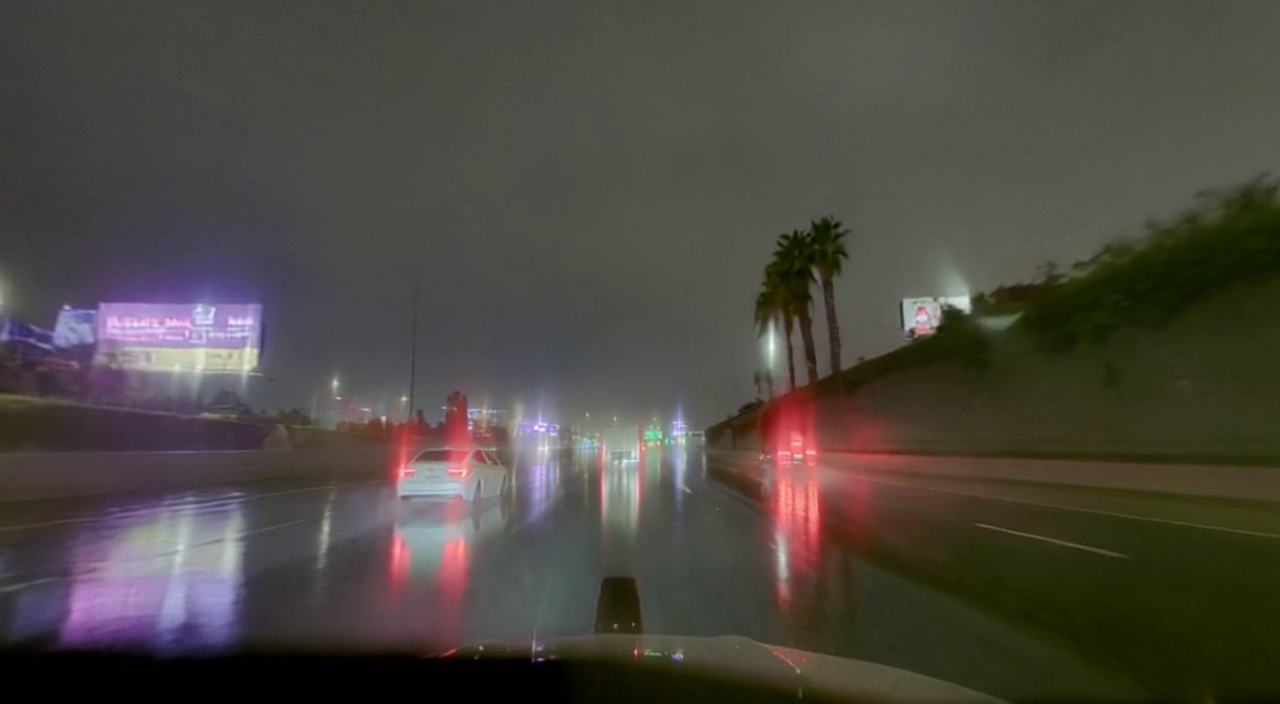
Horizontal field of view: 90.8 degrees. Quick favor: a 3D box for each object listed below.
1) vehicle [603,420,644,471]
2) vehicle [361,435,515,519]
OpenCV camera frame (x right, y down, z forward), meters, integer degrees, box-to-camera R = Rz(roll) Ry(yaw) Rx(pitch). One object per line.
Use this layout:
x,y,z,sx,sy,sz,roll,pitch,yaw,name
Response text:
-1.081,5.971,40.339,2.364,2.953,6.495,0,-9,-2,vehicle
-4.363,2.769,14.616,2.021,1.598,4.887,0,-9,-1,vehicle
